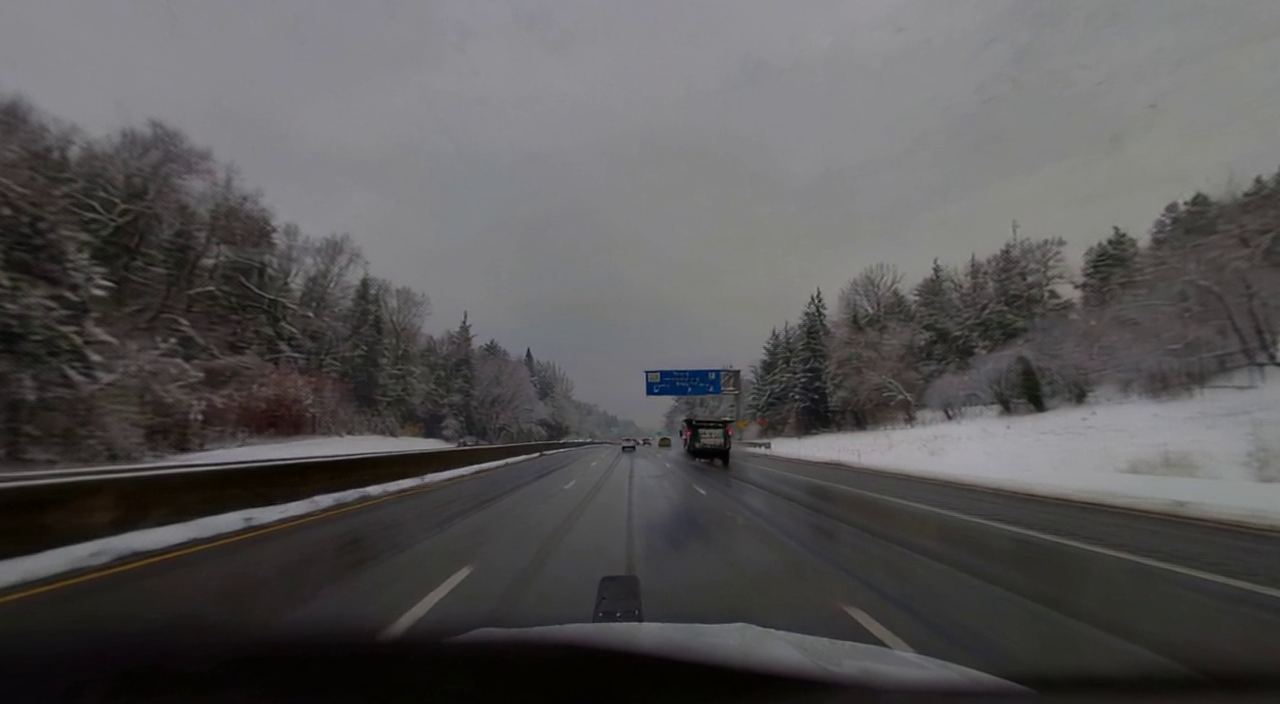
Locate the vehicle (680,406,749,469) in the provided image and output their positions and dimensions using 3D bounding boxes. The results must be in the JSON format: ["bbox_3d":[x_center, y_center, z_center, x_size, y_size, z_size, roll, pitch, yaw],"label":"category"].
[{"bbox_3d":[3.339,4.005,29.523,2.411,2.614,5.781,0,-8,-1],"label":"vehicle"}]
